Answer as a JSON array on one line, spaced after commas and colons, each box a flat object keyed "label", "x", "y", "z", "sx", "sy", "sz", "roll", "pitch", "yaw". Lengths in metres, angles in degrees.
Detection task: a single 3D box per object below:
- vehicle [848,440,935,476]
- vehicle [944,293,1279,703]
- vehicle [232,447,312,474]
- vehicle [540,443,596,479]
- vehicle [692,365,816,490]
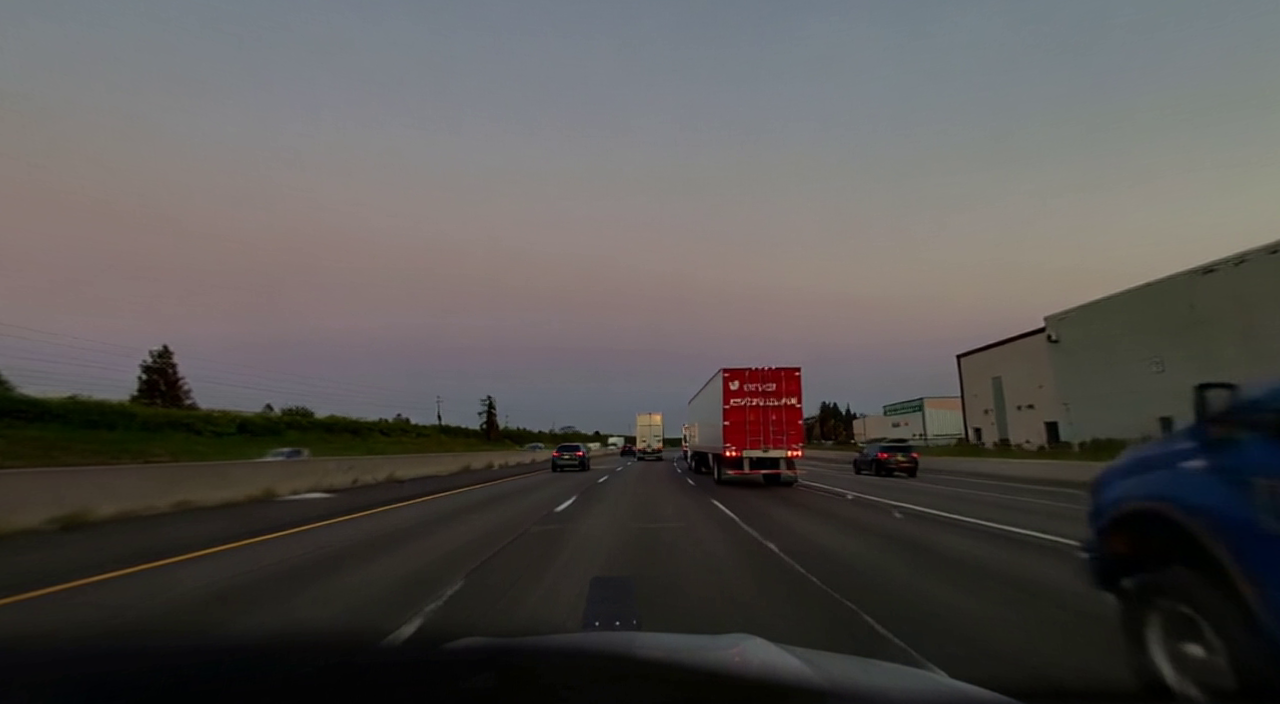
[{"label": "vehicle", "x": 11.473, "y": 4.867, "z": 29.256, "sx": 2.060, "sy": 1.499, "sz": 4.683, "roll": 0, "pitch": -8, "yaw": -1}, {"label": "vehicle", "x": 3.865, "y": 0.551, "z": 1.198, "sx": 2.809, "sy": 1.919, "sz": 7.507, "roll": 0, "pitch": -8, "yaw": -1}, {"label": "vehicle", "x": -23.059, "y": 6.794, "z": 39.882, "sx": 1.881, "sy": 1.539, "sz": 5.100, "roll": -1, "pitch": -8, "yaw": 2}, {"label": "vehicle", "x": -3.120, "y": 4.833, "z": 28.323, "sx": 2.024, "sy": 1.472, "sz": 4.014, "roll": -1, "pitch": -8, "yaw": 0}, {"label": "vehicle", "x": 4.186, "y": 3.380, "z": 27.030, "sx": 2.951, "sy": 3.974, "sz": 13.340, "roll": -1, "pitch": -8, "yaw": 1}]
